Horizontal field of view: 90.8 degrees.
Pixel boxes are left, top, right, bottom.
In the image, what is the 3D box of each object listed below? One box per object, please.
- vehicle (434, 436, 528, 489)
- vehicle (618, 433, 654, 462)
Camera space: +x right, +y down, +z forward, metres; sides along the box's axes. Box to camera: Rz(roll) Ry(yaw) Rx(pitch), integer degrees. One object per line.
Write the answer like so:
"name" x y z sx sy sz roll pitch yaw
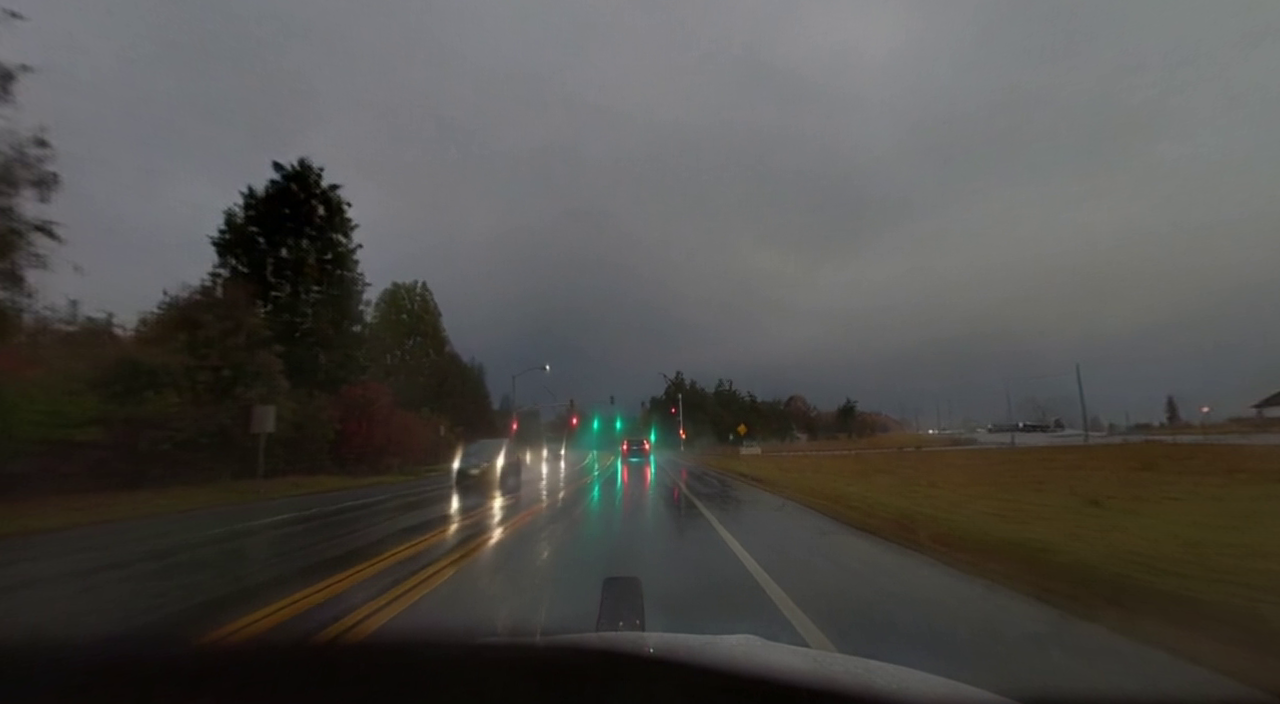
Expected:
"vehicle" -5.645 3.975 23.147 2.347 1.720 4.687 0 -8 -2
"vehicle" -0.324 7.406 48.915 2.574 2.059 5.331 0 -8 -1
